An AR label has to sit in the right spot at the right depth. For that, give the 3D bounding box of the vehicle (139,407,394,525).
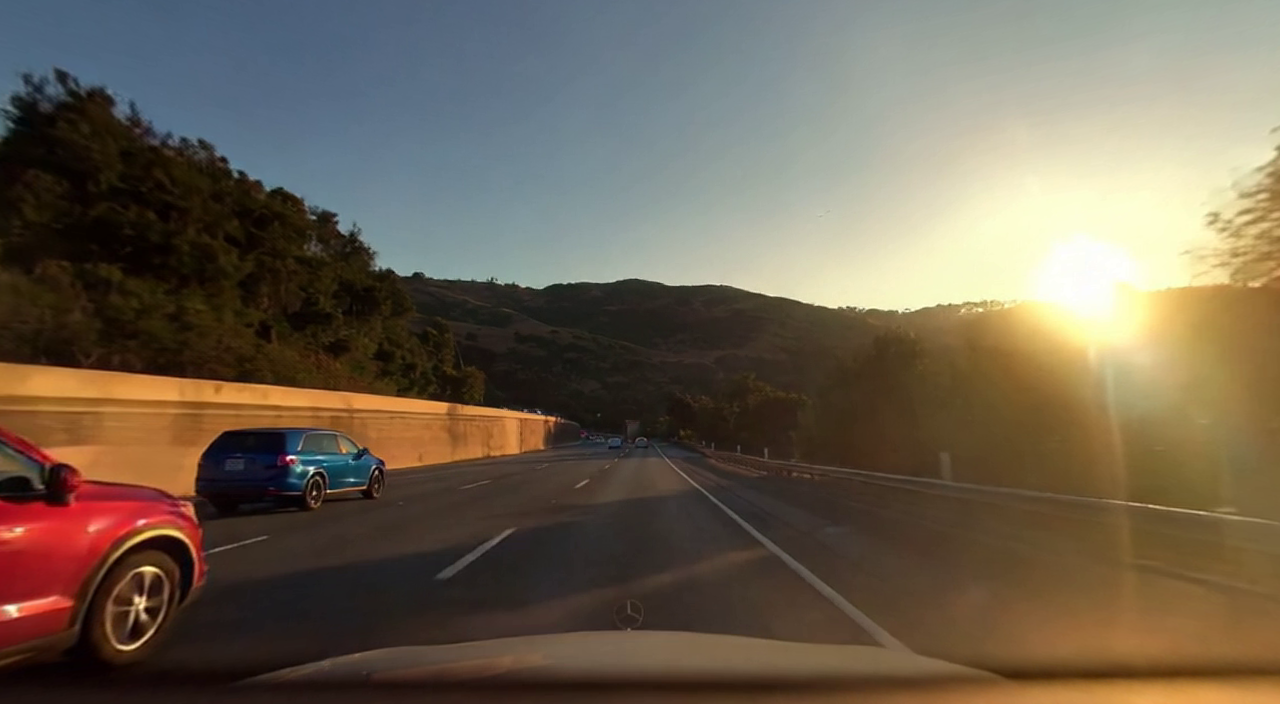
[{"bbox_3d":[-7.148,2.262,12.951,2.151,1.925,4.945,0,-9,0],"label":"vehicle"}]

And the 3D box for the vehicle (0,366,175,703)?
[{"bbox_3d":[-3.804,0.720,1.575,1.983,1.663,4.290,0,-9,0],"label":"vehicle"}]
